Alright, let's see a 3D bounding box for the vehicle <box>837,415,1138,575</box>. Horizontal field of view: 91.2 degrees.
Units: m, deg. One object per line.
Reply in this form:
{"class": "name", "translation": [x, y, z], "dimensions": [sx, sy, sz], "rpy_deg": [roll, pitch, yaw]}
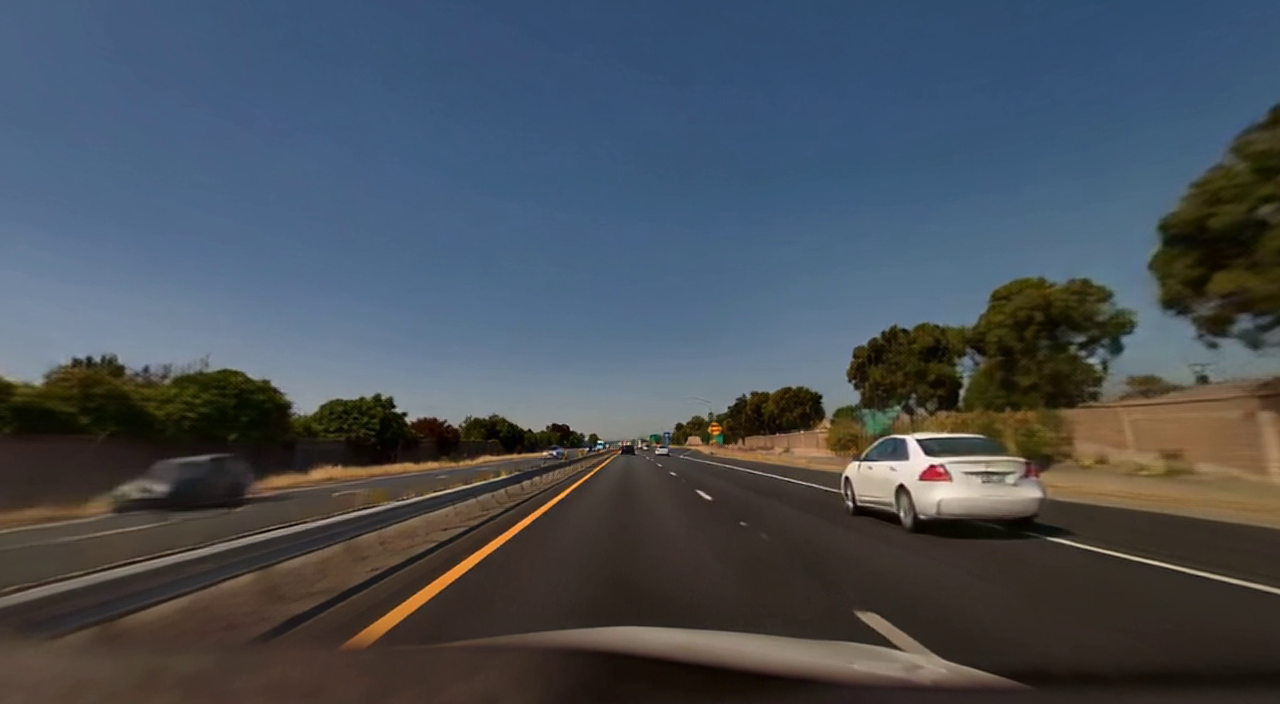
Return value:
{"class": "vehicle", "translation": [4.086, 1.725, 8.330], "dimensions": [2.001, 1.555, 4.098], "rpy_deg": [-2, -9, 7]}

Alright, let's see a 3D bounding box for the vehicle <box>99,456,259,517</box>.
{"class": "vehicle", "translation": [-13.810, 4.004, 19.148], "dimensions": [1.899, 1.556, 3.999], "rpy_deg": [0, -9, -2]}
